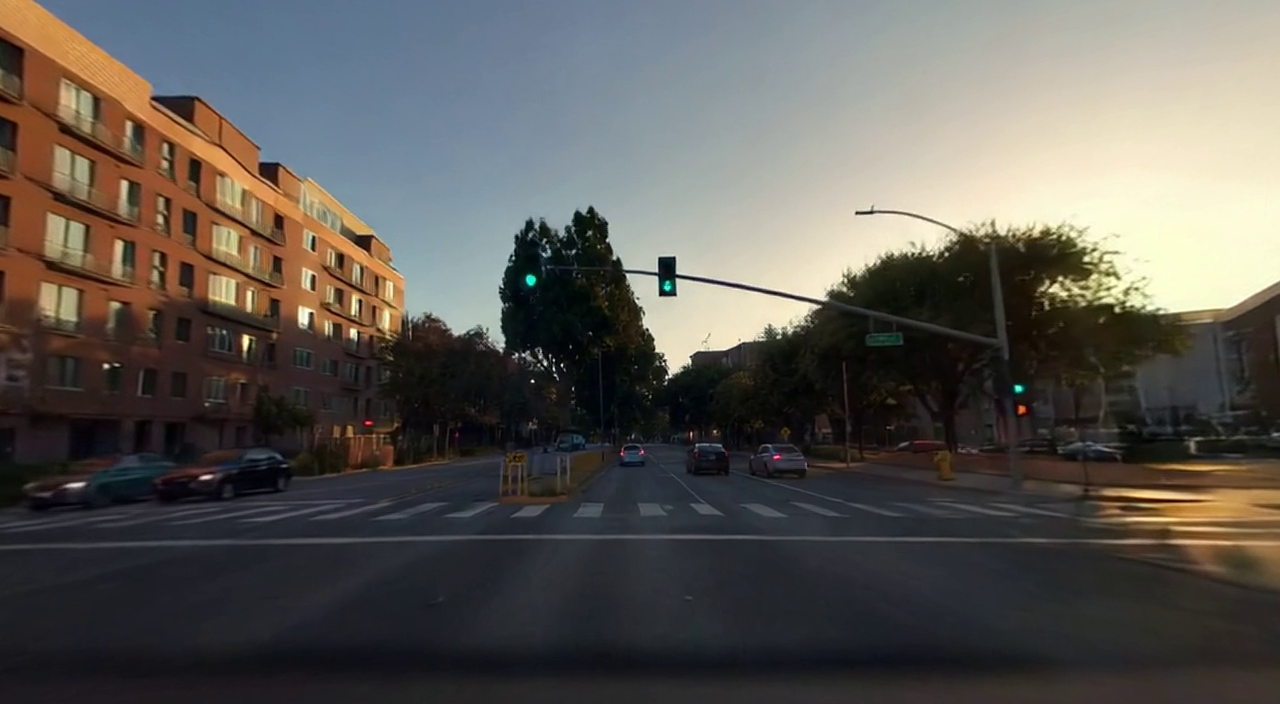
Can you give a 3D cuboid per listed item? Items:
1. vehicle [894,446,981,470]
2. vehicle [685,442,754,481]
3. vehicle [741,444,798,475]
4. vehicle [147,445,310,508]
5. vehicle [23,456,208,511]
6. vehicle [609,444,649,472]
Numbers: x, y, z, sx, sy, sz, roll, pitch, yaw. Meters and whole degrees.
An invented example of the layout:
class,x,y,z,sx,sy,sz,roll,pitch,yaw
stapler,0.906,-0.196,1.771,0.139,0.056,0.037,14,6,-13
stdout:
class,x,y,z,sx,sy,sz,roll,pitch,yaw
vehicle,19.435,6.941,41.423,4.712,1.460,1.893,0,-9,-3
vehicle,3.252,4.604,26.864,2.226,1.490,4.593,0,-8,-2
vehicle,6.564,5.472,32.524,1.861,1.473,4.393,0,-8,-2
vehicle,-12.347,3.718,19.409,2.004,1.669,4.487,0,-8,0
vehicle,-16.429,4.092,20.172,2.075,1.465,4.443,0,-8,0
vehicle,-0.642,6.105,36.639,2.143,1.480,4.006,0,-8,-1
